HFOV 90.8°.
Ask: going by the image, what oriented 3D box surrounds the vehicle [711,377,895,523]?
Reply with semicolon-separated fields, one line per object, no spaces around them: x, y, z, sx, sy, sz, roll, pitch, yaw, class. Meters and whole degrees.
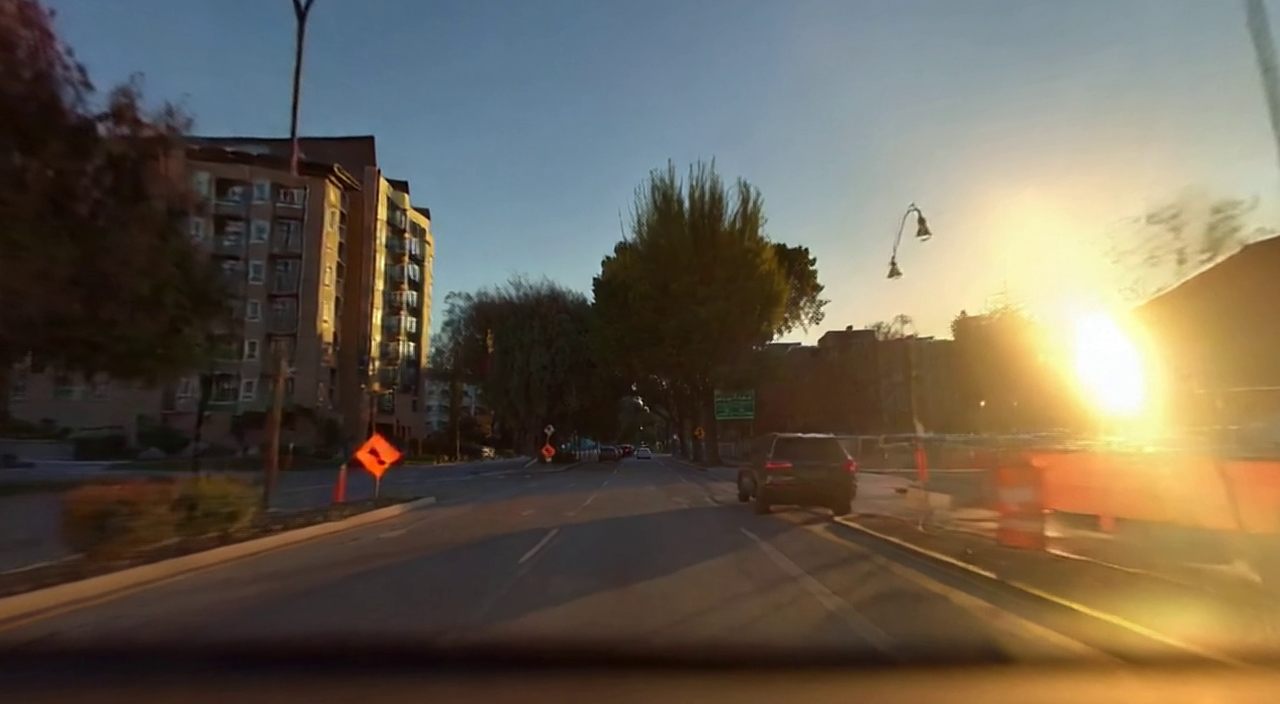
3.246;2.046;13.536;2.849;2.686;3.176;0;-8;-4;vehicle
